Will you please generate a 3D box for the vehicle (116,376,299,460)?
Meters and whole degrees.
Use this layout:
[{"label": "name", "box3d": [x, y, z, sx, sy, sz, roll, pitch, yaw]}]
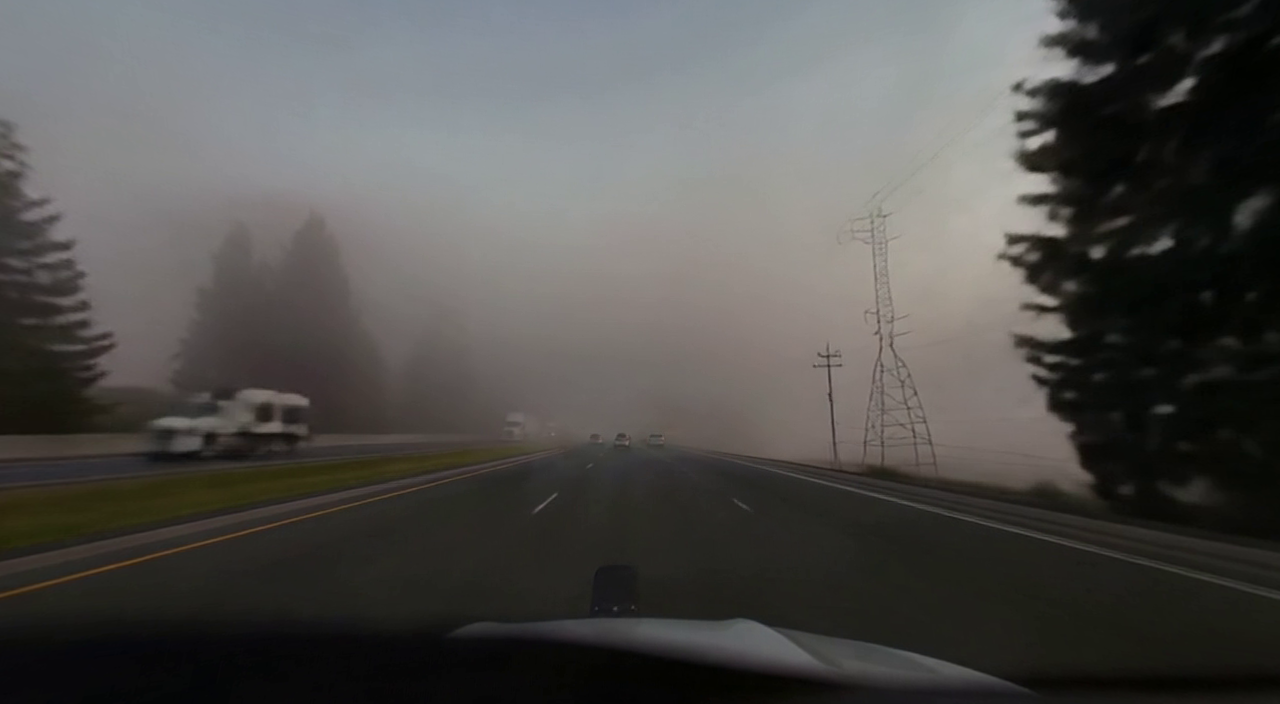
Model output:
[{"label": "vehicle", "box3d": [-16.839, 2.730, 25.259, 2.584, 2.888, 6.722, 0, -8, -1]}]
